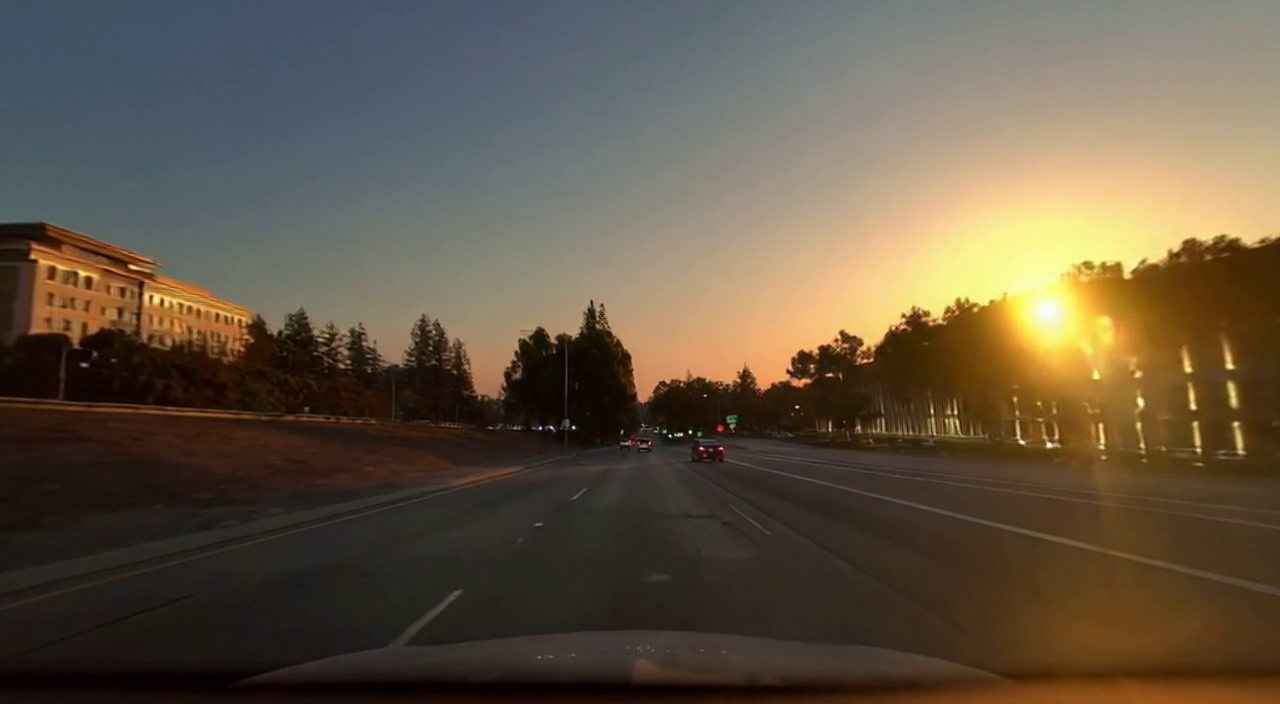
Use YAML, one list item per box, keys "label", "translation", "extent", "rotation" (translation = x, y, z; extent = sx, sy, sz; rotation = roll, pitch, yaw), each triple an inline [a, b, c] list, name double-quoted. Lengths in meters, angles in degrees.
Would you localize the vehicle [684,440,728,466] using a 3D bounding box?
- label: "vehicle"
  translation: [3.799, 5.898, 37.058]
  extent: [2.069, 1.431, 4.313]
  rotation: [0, -8, -1]
